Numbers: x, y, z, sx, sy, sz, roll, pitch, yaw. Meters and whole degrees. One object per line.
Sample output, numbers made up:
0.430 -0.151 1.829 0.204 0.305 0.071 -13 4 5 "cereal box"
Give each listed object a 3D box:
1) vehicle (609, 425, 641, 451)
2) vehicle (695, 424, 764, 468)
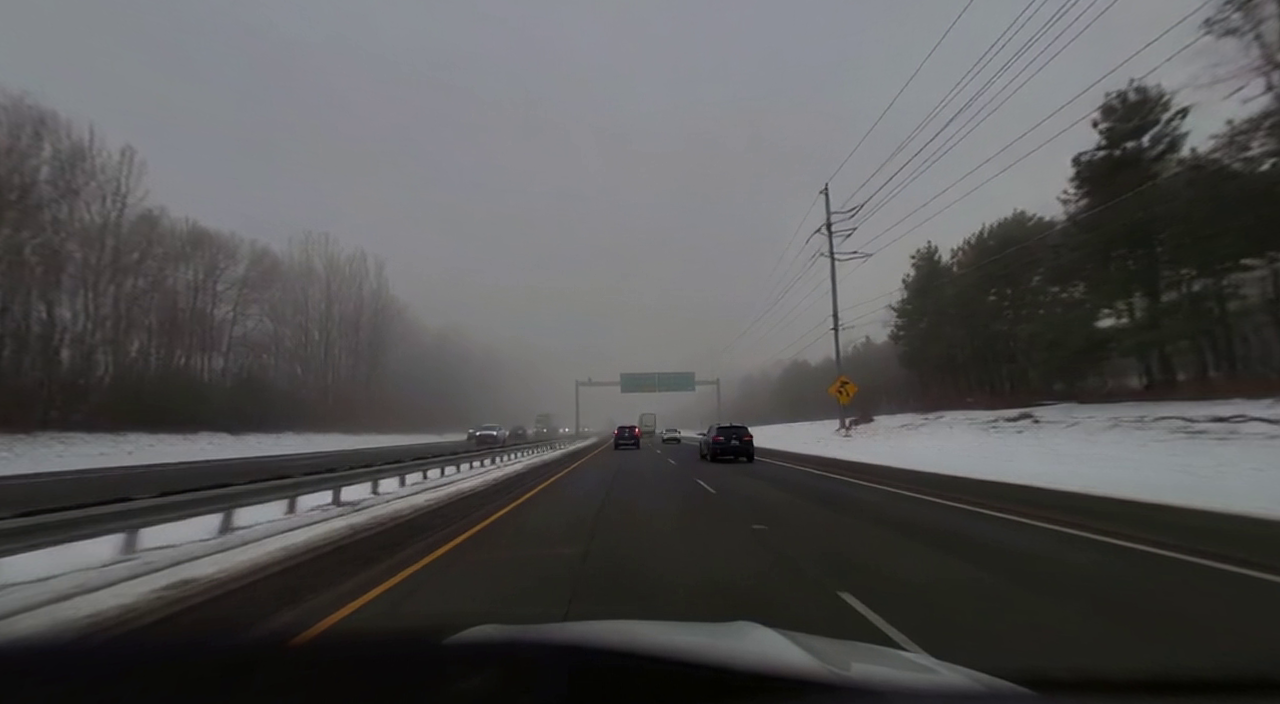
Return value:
-0.982 5.678 41.452 2.019 1.642 3.790 0 -8 -1 "vehicle"
3.412 3.657 24.695 2.062 1.581 3.914 0 -8 -1 "vehicle"
